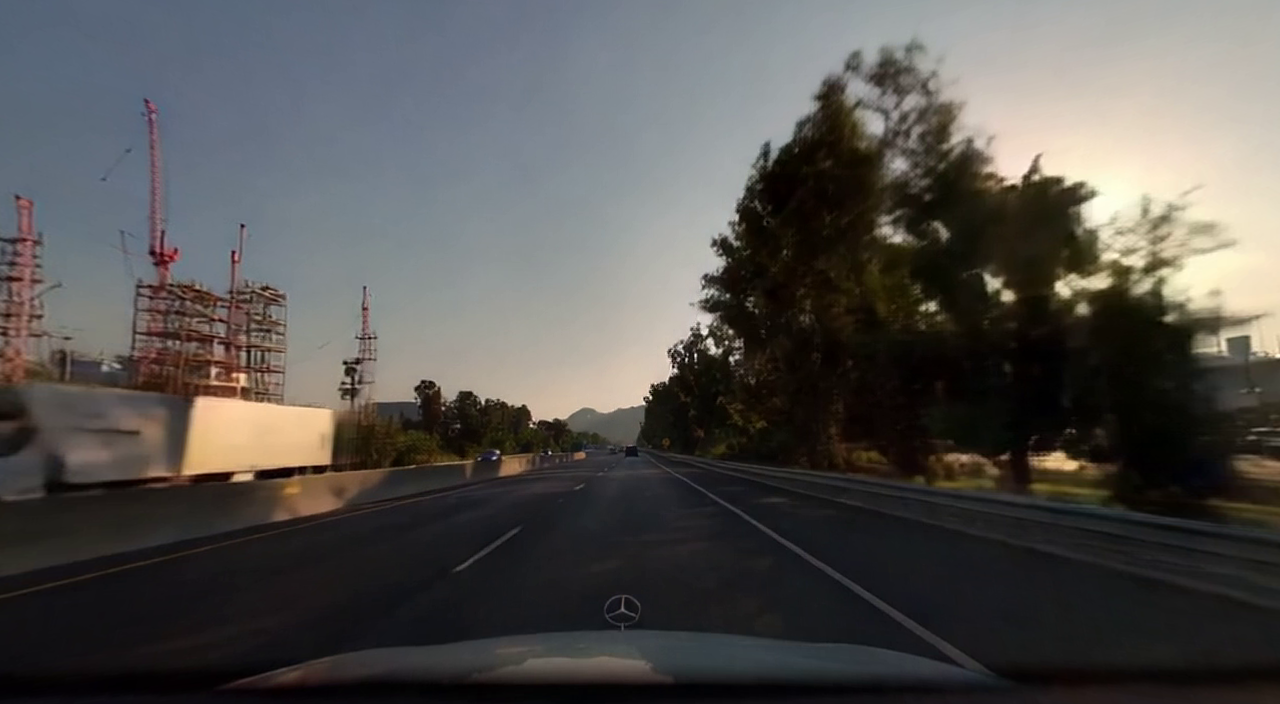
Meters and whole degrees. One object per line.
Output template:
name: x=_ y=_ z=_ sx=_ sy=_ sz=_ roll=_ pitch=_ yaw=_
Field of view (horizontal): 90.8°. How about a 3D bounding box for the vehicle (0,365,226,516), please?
vehicle: x=-16.308 y=2.561 z=17.954 sx=2.917 sy=3.480 sz=8.865 roll=0 pitch=-9 yaw=0
